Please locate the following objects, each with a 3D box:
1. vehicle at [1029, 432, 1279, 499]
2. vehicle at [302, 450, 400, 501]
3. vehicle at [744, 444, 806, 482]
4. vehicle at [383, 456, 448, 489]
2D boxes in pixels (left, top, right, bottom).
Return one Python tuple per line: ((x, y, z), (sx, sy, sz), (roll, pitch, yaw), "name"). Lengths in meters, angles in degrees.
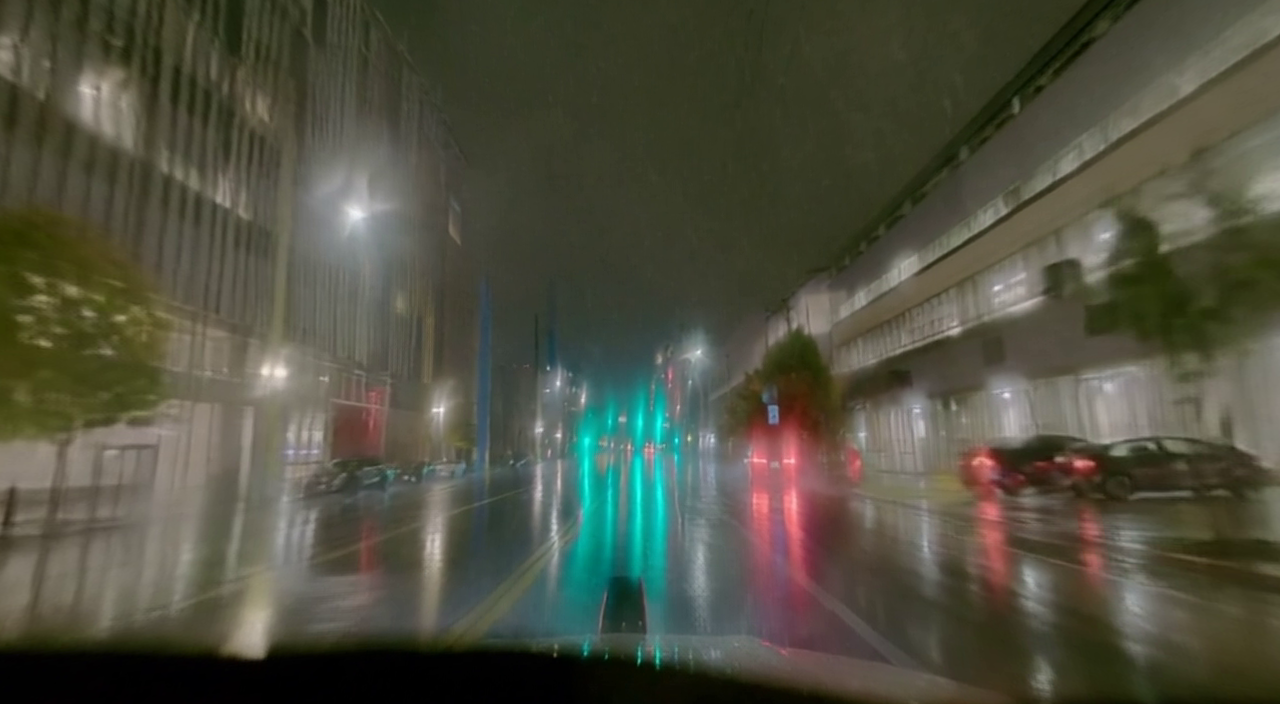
((13.025, 2.851, 15.943), (4.833, 1.554, 2.085), (0, -9, 1), "vehicle")
((-11.878, 5.062, 26.165), (1.979, 1.759, 4.435), (-3, -9, 0), "vehicle")
((6.775, 5.613, 32.150), (2.078, 1.766, 5.474), (0, -9, 1), "vehicle")
((-11.763, 6.317, 33.187), (1.876, 1.502, 4.506), (-3, -9, -1), "vehicle")
